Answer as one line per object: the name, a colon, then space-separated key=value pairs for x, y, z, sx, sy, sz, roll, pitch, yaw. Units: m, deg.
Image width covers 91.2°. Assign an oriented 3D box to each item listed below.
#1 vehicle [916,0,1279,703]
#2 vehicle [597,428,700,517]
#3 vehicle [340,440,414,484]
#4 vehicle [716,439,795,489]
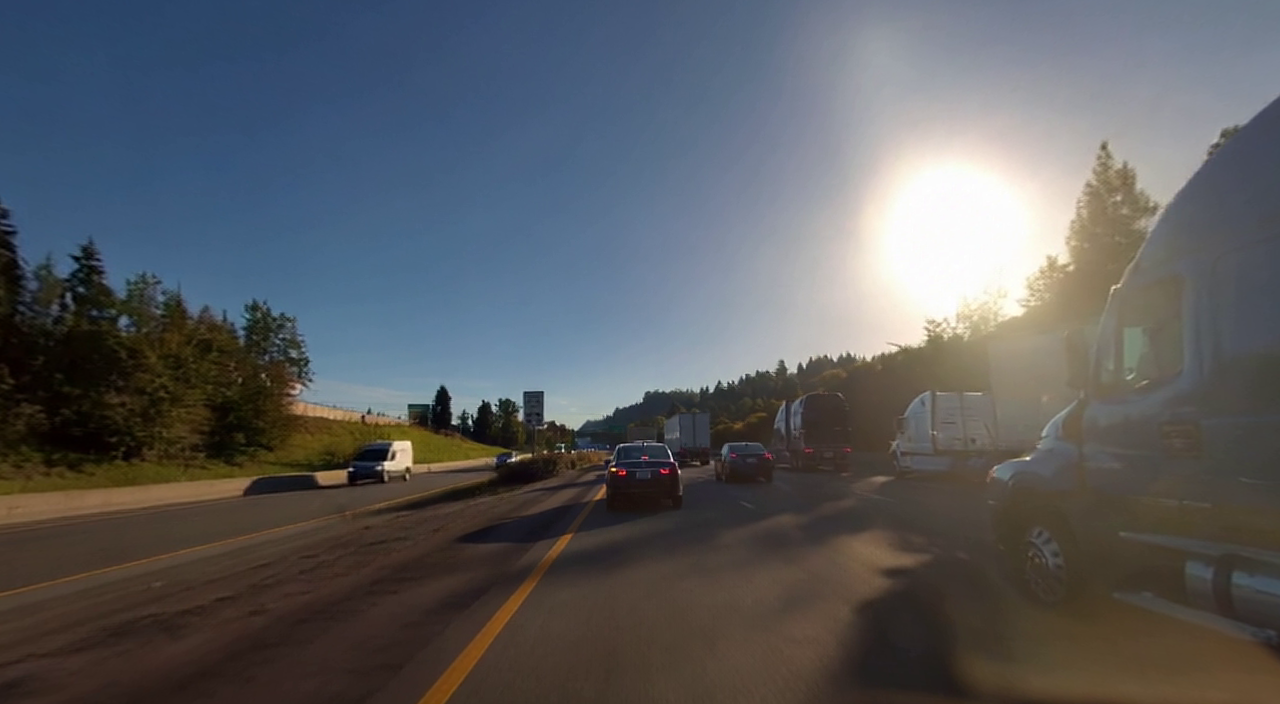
vehicle: x=4.184 y=-0.038 z=2.874 sx=2.987 sy=3.877 sz=5.881 roll=0 pitch=-9 yaw=0
vehicle: x=0.167 y=2.556 z=13.671 sx=1.965 sy=1.664 sz=3.428 roll=0 pitch=-9 yaw=0
vehicle: x=-16.947 y=7.086 z=40.798 sx=2.234 sy=2.649 sz=5.960 roll=0 pitch=-9 yaw=-1
vehicle: x=3.810 y=3.766 z=21.271 sx=1.859 sy=1.512 sz=3.711 roll=0 pitch=-9 yaw=-2
